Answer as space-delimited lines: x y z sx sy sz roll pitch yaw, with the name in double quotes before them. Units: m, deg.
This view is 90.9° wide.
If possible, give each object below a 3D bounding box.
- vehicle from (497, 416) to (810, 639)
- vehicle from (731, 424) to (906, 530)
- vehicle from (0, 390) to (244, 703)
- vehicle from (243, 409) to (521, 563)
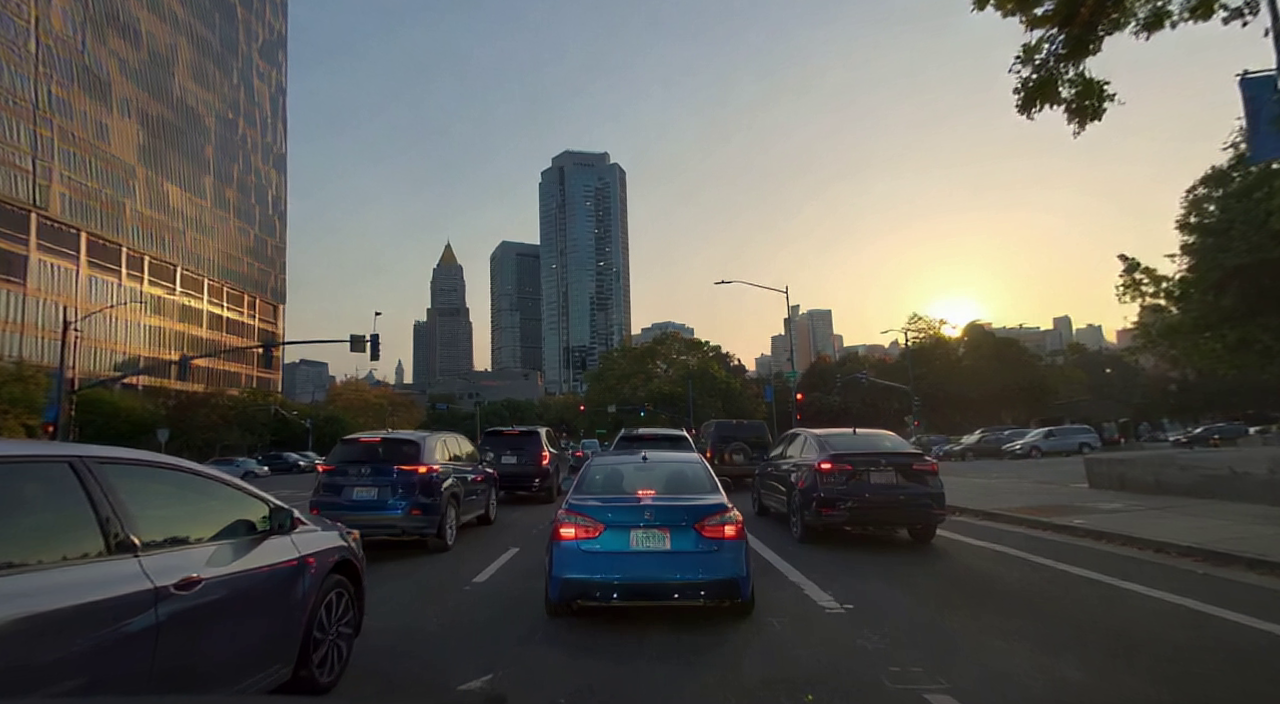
"vehicle" 0.088 1.504 6.384 2.147 1.507 3.953 0 -8 0
"vehicle" 3.160 2.317 12.241 2.110 1.661 4.295 0 -9 0
"vehicle" -3.401 0.749 1.241 2.144 1.505 4.635 -1 -9 1
"vehicle" -3.368 1.865 9.498 2.168 1.719 4.561 -1 -9 1
